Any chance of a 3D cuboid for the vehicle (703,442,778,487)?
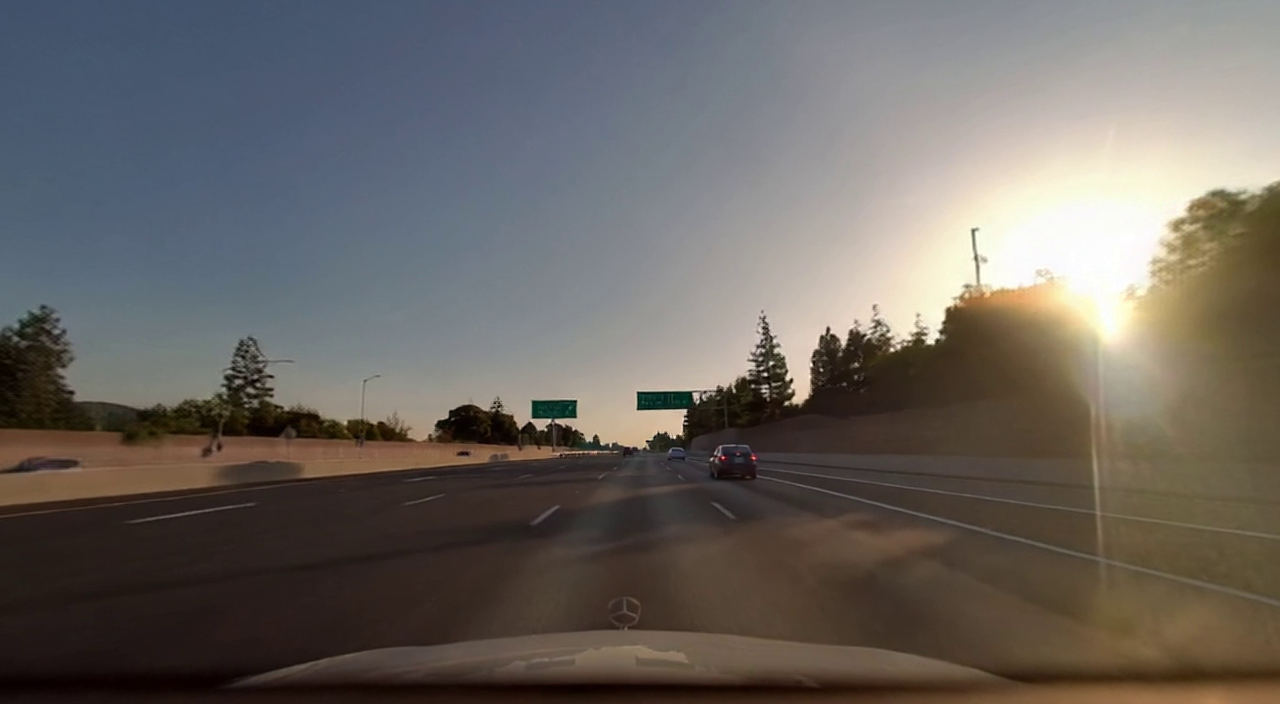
[{"bbox_3d":[3.596,4.128,23.481,2.033,1.501,4.398,0,-9,-1],"label":"vehicle"}]
